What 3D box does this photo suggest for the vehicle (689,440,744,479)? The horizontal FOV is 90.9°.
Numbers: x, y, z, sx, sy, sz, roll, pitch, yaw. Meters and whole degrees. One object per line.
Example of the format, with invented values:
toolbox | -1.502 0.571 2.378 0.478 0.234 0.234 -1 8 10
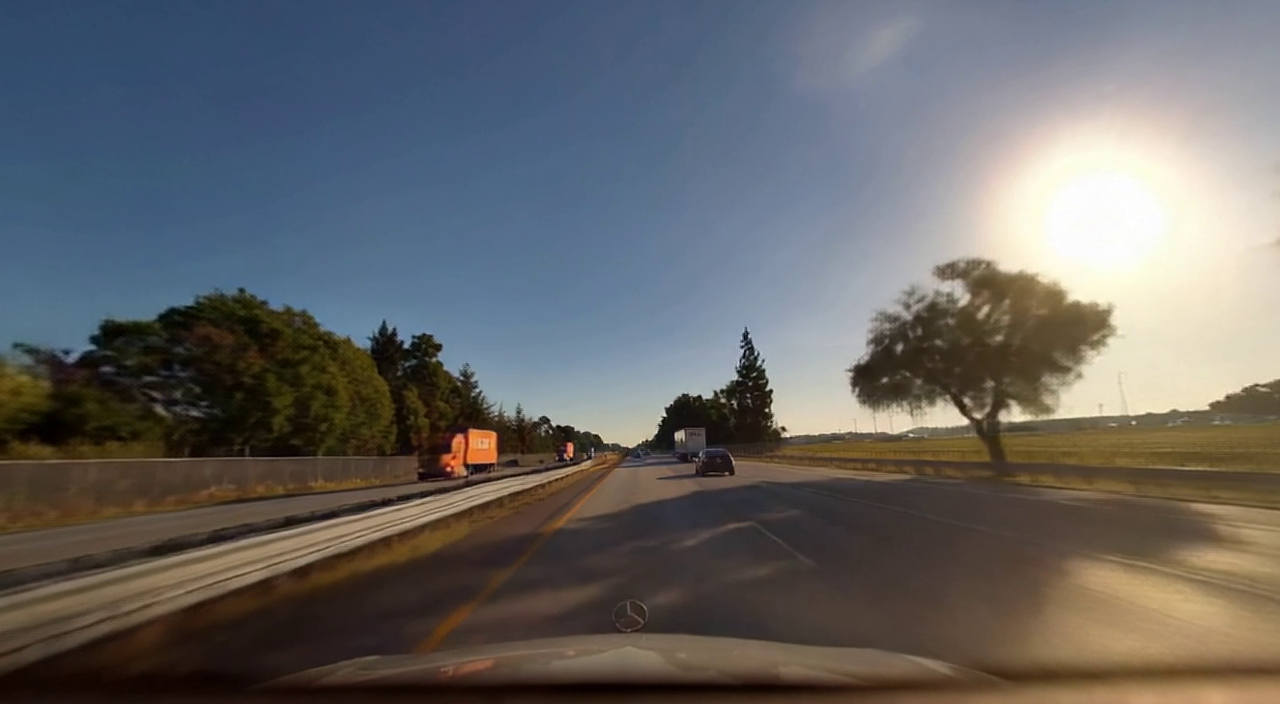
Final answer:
vehicle | 3.696 5.290 31.210 2.093 1.742 4.167 0 -9 -1
